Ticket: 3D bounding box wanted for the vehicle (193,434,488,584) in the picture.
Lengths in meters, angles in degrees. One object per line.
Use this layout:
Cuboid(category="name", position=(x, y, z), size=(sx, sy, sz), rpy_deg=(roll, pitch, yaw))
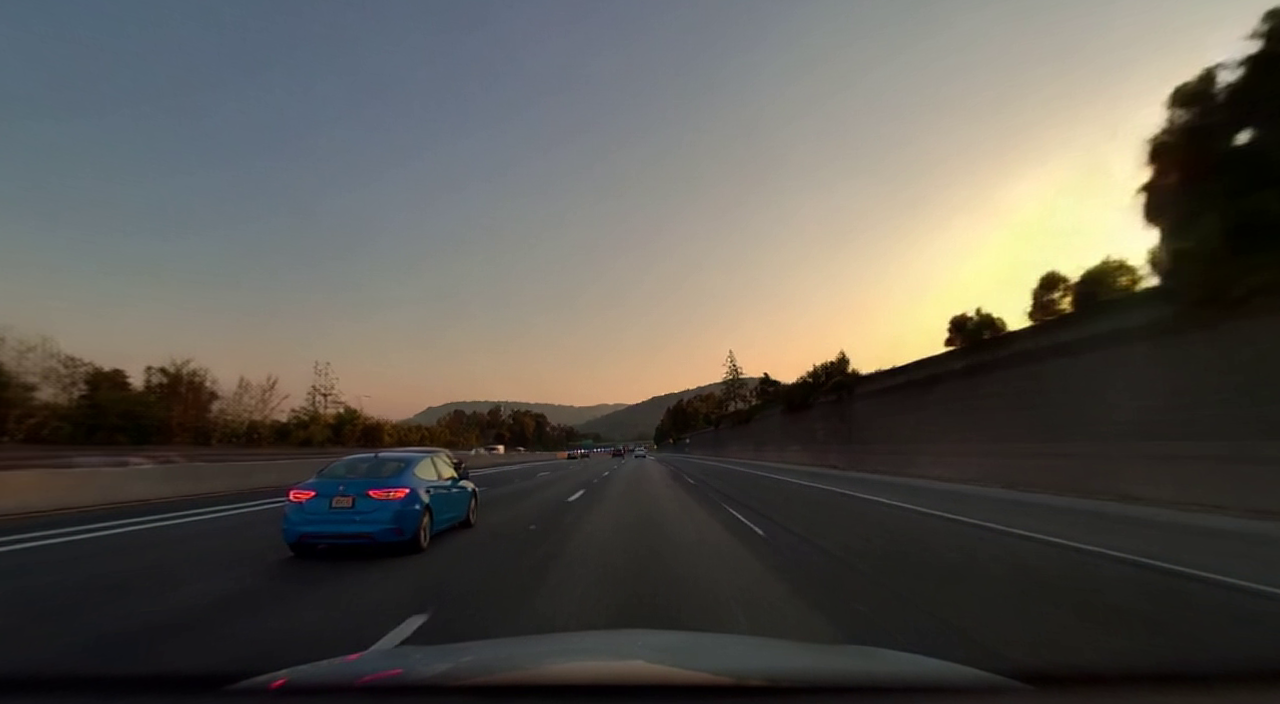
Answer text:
Cuboid(category="vehicle", position=(-3.452, 1.860, 8.242), size=(1.935, 1.479, 3.787), rpy_deg=(0, -9, 1))
